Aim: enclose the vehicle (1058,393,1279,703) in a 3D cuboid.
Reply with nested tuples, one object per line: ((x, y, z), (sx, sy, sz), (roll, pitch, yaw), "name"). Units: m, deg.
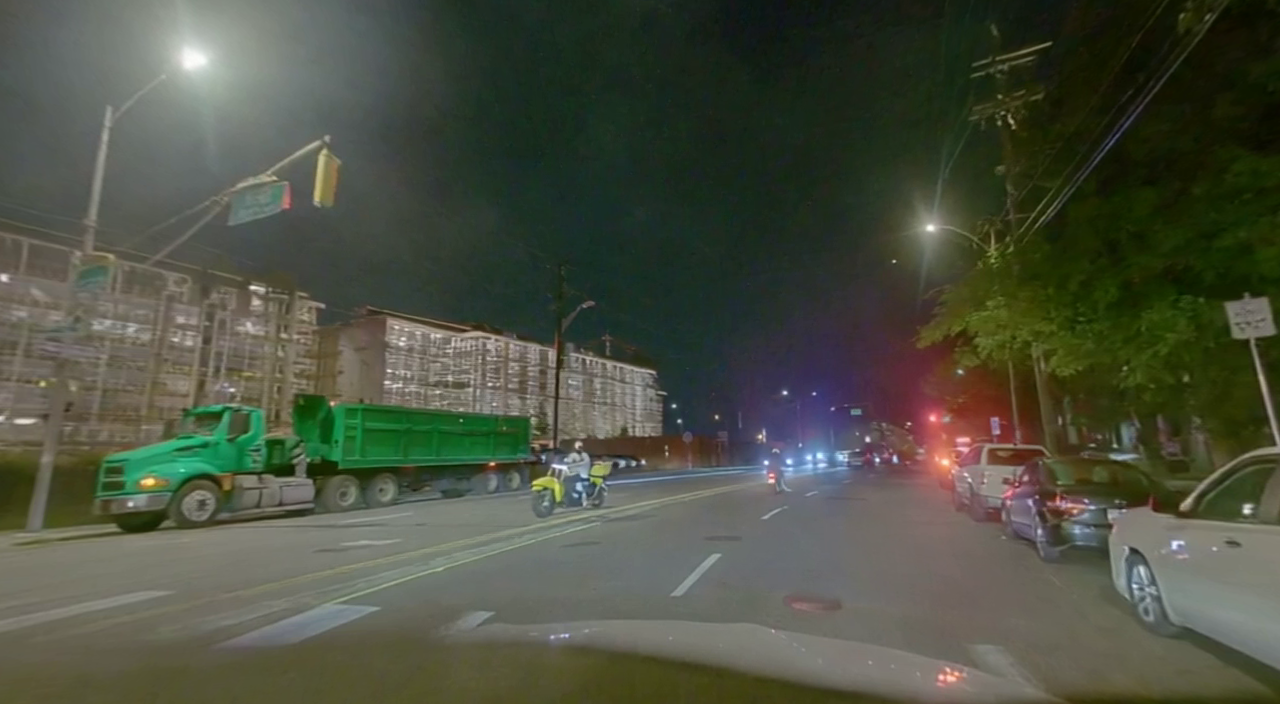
((4.267, 1.121, 3.410), (2.077, 1.685, 4.493), (-2, -9, 17), "vehicle")

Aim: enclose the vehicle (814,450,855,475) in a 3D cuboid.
((13.613, 7.693, 44.074), (1.925, 1.602, 4.090), (-4, -10, 27), "vehicle")

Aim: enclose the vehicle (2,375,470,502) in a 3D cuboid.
((-13.679, 3.685, 25.654), (3.442, 3.445, 16.952), (-4, -10, 22), "vehicle")
